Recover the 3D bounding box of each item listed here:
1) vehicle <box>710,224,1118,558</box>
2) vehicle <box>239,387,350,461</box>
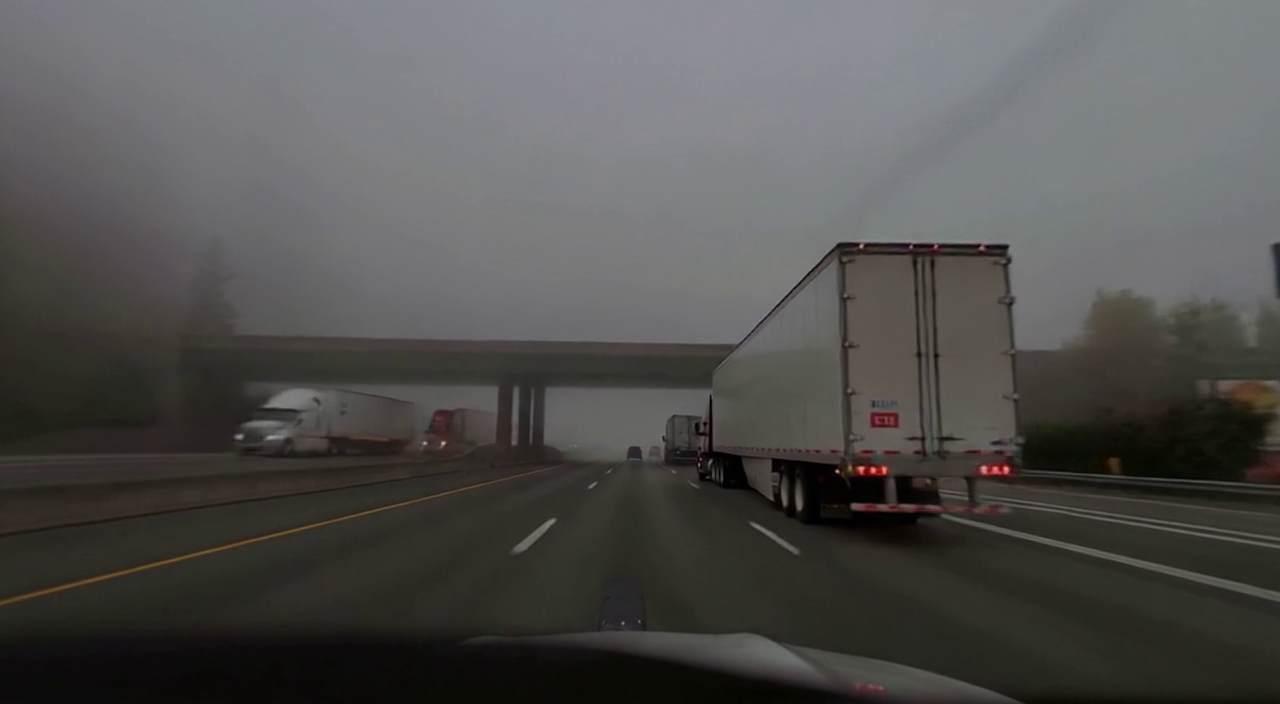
[{"bbox_3d":[3.963,1.443,14.481,2.922,3.987,14.038,0,-9,-1],"label":"vehicle"},{"bbox_3d":[-19.678,4.237,36.400,2.953,3.898,5.804,0,-9,0],"label":"vehicle"}]
